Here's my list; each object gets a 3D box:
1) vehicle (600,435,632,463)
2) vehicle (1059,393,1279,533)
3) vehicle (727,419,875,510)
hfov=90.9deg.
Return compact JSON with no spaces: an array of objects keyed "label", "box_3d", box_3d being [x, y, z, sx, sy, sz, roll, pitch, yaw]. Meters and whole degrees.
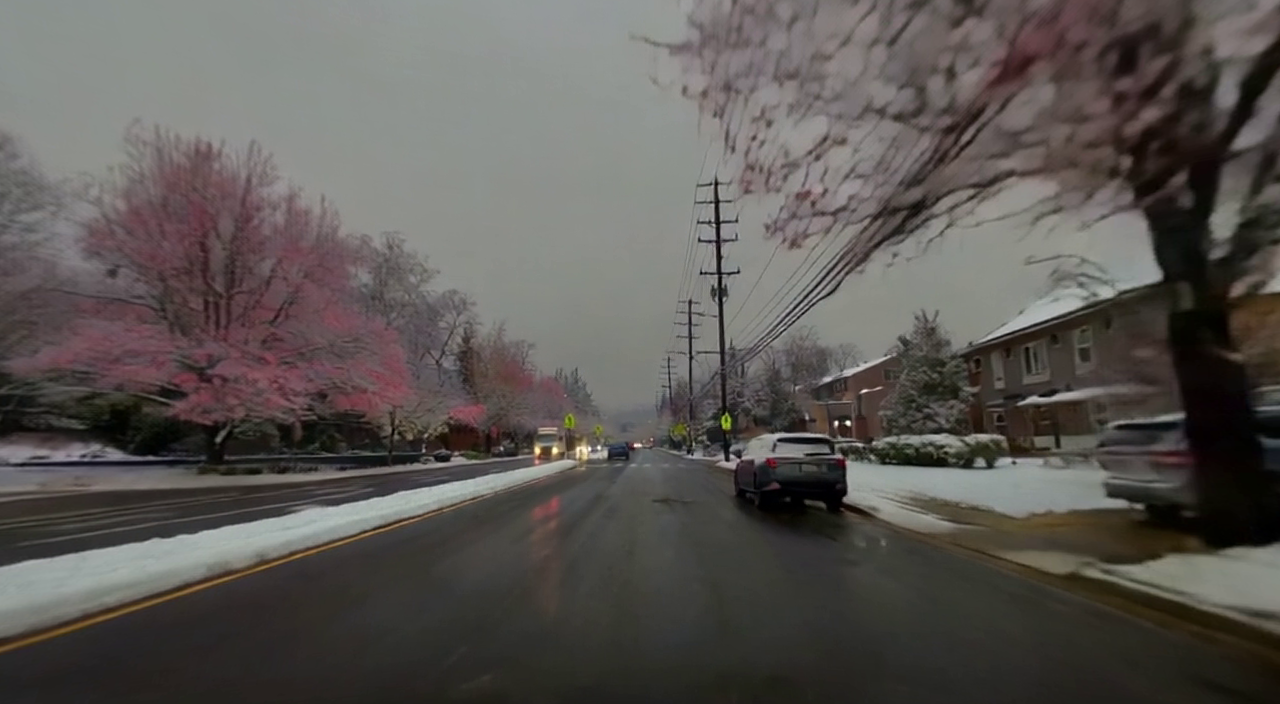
[{"label":"vehicle","box_3d":[-1.786,7.326,47.764,2.202,1.961,4.980,0,-8,0]},{"label":"vehicle","box_3d":[9.567,1.631,9.498,4.818,1.847,2.257,0,-8,3]},{"label":"vehicle","box_3d":[3.826,2.815,16.360,2.280,1.904,5.779,0,-8,-1]}]
